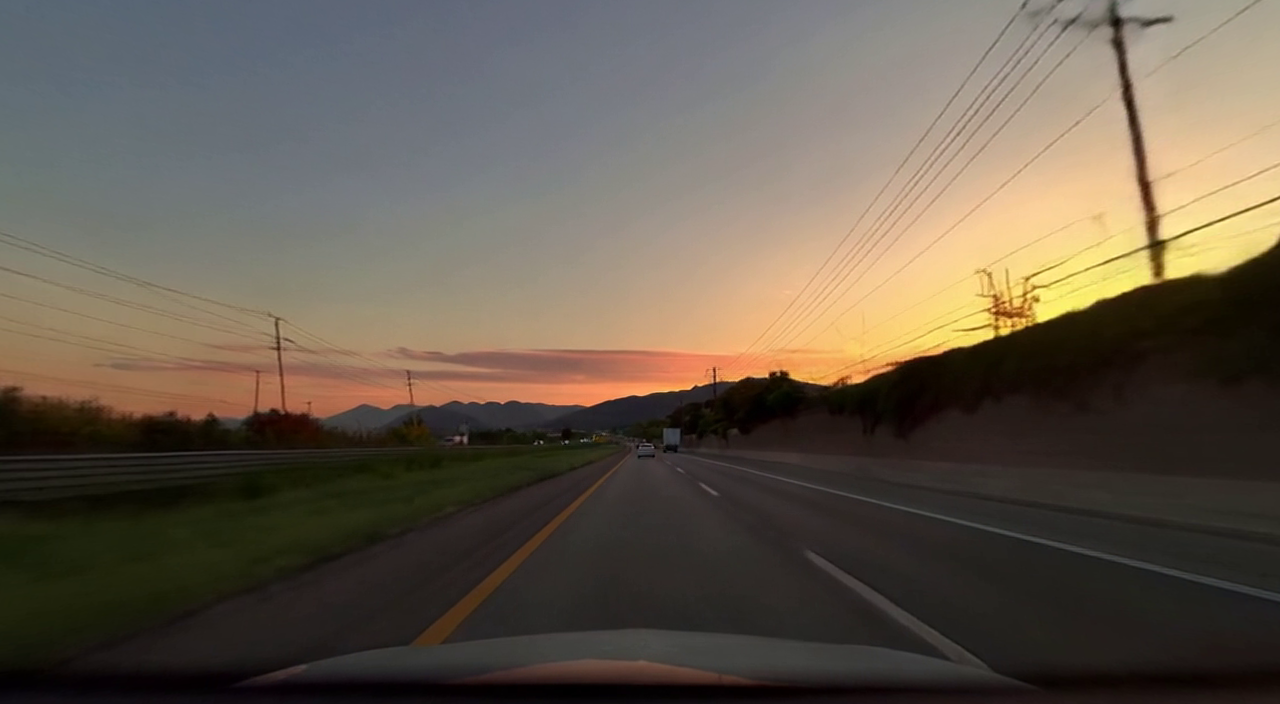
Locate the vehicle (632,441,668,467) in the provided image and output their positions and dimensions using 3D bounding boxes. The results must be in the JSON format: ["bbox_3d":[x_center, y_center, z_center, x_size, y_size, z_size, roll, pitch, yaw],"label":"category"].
[{"bbox_3d":[0.645,6.584,40.961,2.192,1.556,4.132,-1,-8,1],"label":"vehicle"}]
